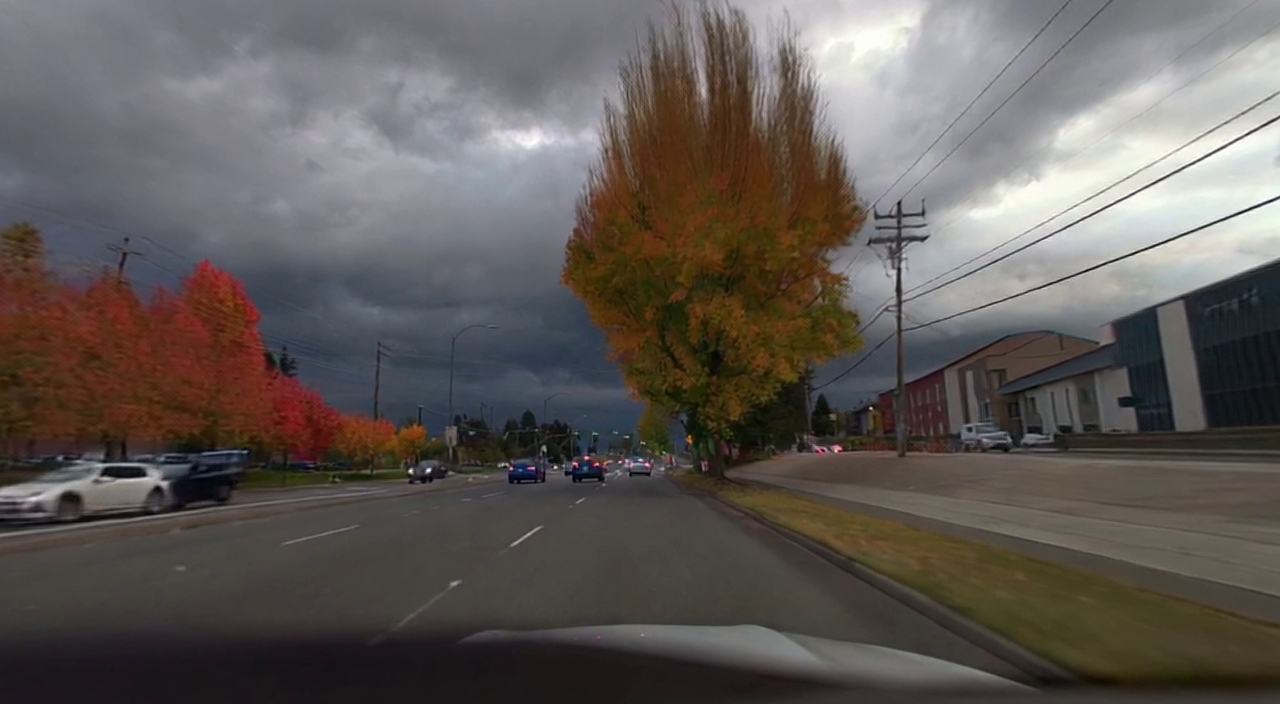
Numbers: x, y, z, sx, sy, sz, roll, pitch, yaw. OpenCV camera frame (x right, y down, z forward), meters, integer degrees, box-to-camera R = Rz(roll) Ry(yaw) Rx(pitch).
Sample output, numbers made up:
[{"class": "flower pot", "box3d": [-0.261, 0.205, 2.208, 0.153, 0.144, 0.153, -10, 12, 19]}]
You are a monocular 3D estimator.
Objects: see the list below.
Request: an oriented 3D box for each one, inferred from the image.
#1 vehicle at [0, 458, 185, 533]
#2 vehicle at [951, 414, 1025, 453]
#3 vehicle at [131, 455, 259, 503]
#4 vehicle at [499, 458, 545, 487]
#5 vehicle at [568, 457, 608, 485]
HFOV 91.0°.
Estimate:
[{"class": "vehicle", "box3d": [-13.542, 3.341, 15.235, 1.909, 1.502, 4.355, 1, -9, -3]}, {"class": "vehicle", "box3d": [24.836, 5.959, 45.254, 2.347, 2.576, 5.846, 0, -9, 5]}, {"class": "vehicle", "box3d": [-19.446, 5.530, 27.890, 2.057, 1.886, 4.884, 0, -9, 0]}, {"class": "vehicle", "box3d": [-7.179, 7.369, 38.774, 1.932, 1.596, 4.247, 0, -9, 1]}, {"class": "vehicle", "box3d": [-3.315, 7.656, 40.819, 2.085, 1.663, 4.513, 0, -9, 2]}]
